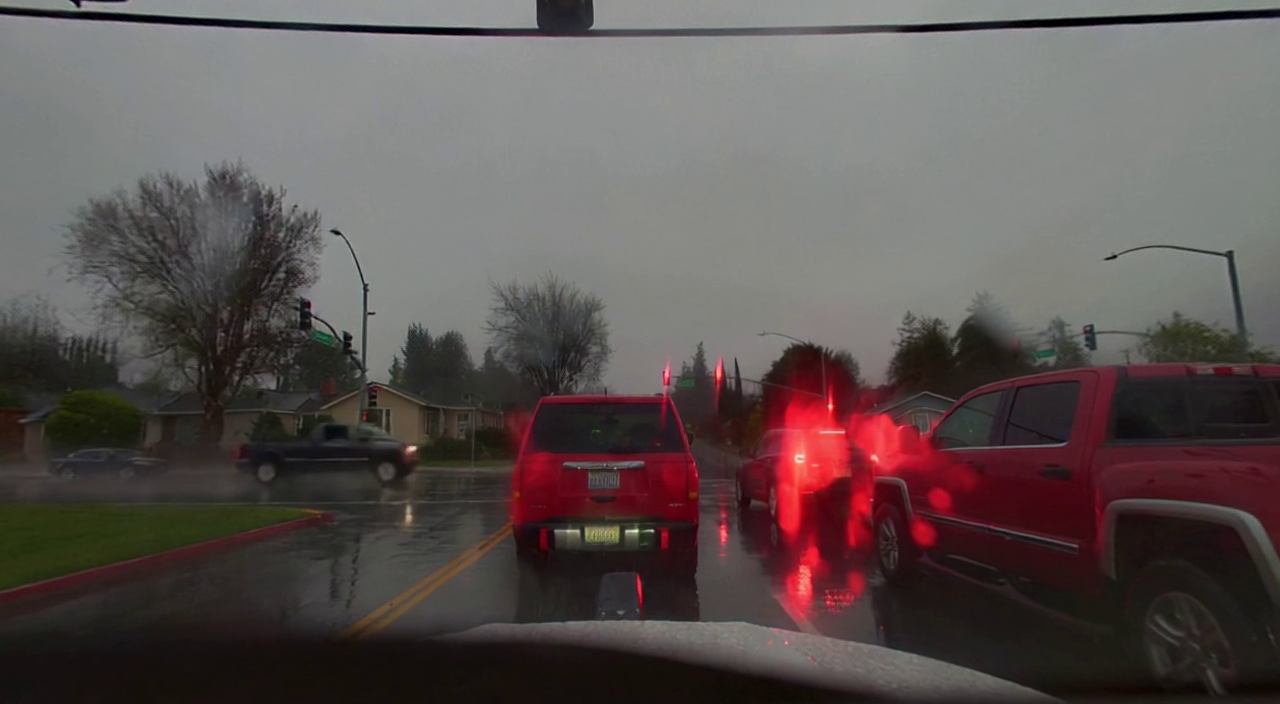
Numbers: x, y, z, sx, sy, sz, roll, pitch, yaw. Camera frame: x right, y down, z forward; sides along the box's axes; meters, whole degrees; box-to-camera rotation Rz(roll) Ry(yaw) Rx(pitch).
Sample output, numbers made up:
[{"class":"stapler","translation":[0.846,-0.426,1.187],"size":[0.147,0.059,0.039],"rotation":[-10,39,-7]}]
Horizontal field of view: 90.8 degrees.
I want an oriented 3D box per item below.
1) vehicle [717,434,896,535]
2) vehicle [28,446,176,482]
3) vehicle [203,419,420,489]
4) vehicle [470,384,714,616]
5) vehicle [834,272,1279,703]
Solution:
[{"class":"vehicle","translation":[2.710,2.266,11.524],"size":[1.952,1.465,4.421],"rotation":[0,-8,-2]},{"class":"vehicle","translation":[-22.925,4.769,27.085],"size":[4.533,1.350,1.714],"rotation":[0,-7,-8]},{"class":"vehicle","translation":[-11.385,3.580,22.457],"size":[6.403,2.287,2.039],"rotation":[1,-8,-10]},{"class":"vehicle","translation":[-0.256,1.394,6.700],"size":[1.915,1.780,3.379],"rotation":[-1,-8,4]},{"class":"vehicle","translation":[2.973,0.948,3.895],"size":[1.886,1.849,5.070],"rotation":[0,-8,-1]}]
